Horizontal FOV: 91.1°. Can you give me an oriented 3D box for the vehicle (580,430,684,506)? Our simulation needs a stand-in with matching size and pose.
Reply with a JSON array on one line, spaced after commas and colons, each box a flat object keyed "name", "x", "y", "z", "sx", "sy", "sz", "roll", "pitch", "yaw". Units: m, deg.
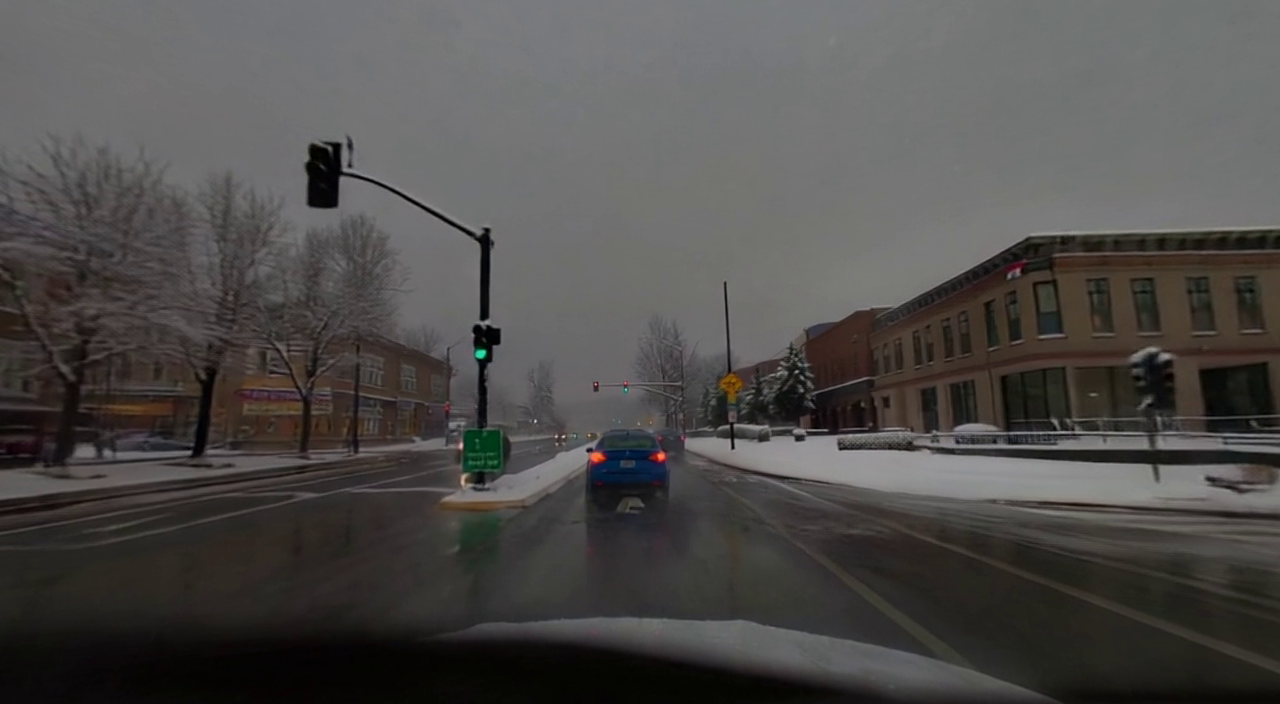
[{"name": "vehicle", "x": -0.337, "y": 2.464, "z": 13.968, "sx": 1.950, "sy": 1.401, "sz": 4.159, "roll": 1, "pitch": -8, "yaw": -5}]
